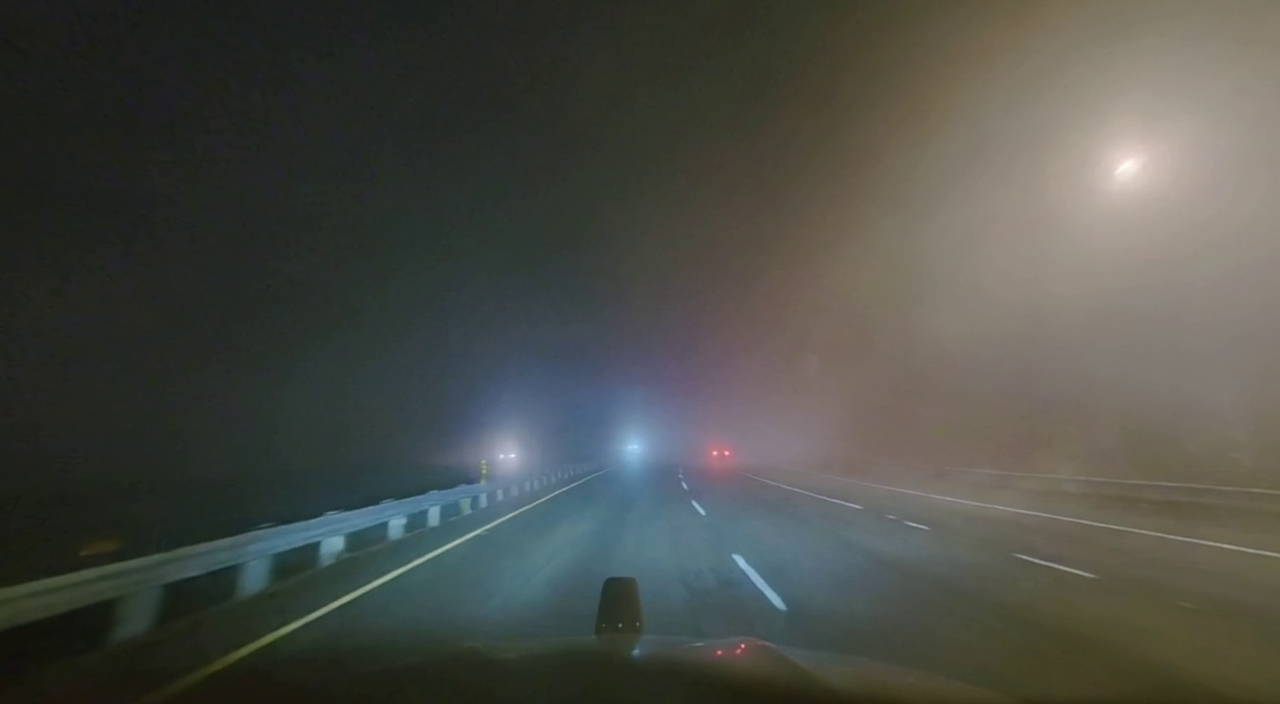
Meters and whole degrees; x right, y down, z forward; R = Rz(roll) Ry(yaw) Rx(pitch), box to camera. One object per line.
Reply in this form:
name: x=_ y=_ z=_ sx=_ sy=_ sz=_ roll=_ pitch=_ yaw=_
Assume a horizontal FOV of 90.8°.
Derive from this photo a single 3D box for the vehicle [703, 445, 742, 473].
vehicle: x=4.720 y=6.170 z=36.779 sx=1.874 sy=1.506 sz=4.116 roll=0 pitch=-8 yaw=2
